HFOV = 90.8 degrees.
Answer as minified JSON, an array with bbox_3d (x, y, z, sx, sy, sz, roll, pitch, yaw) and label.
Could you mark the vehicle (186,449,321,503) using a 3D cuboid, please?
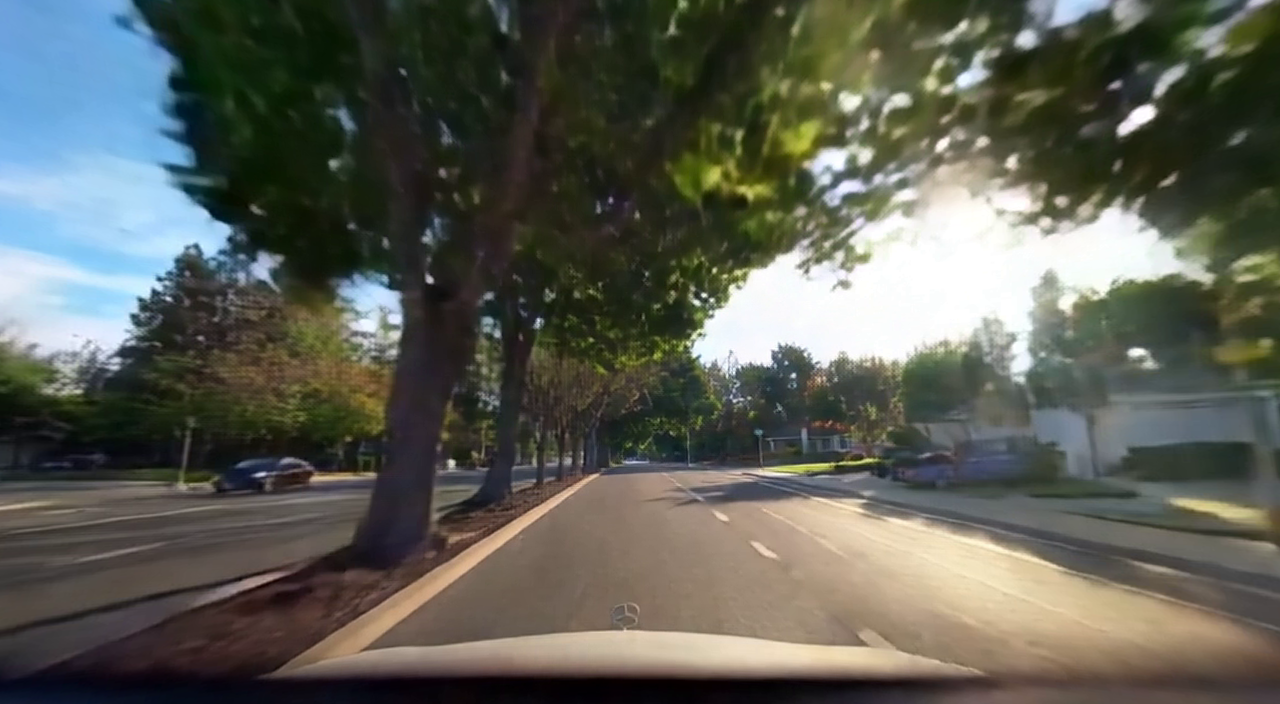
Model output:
[{"bbox_3d":[-12.427,4.016,20.758,2.068,1.502,4.643,0,-10,-8],"label":"vehicle"}]
